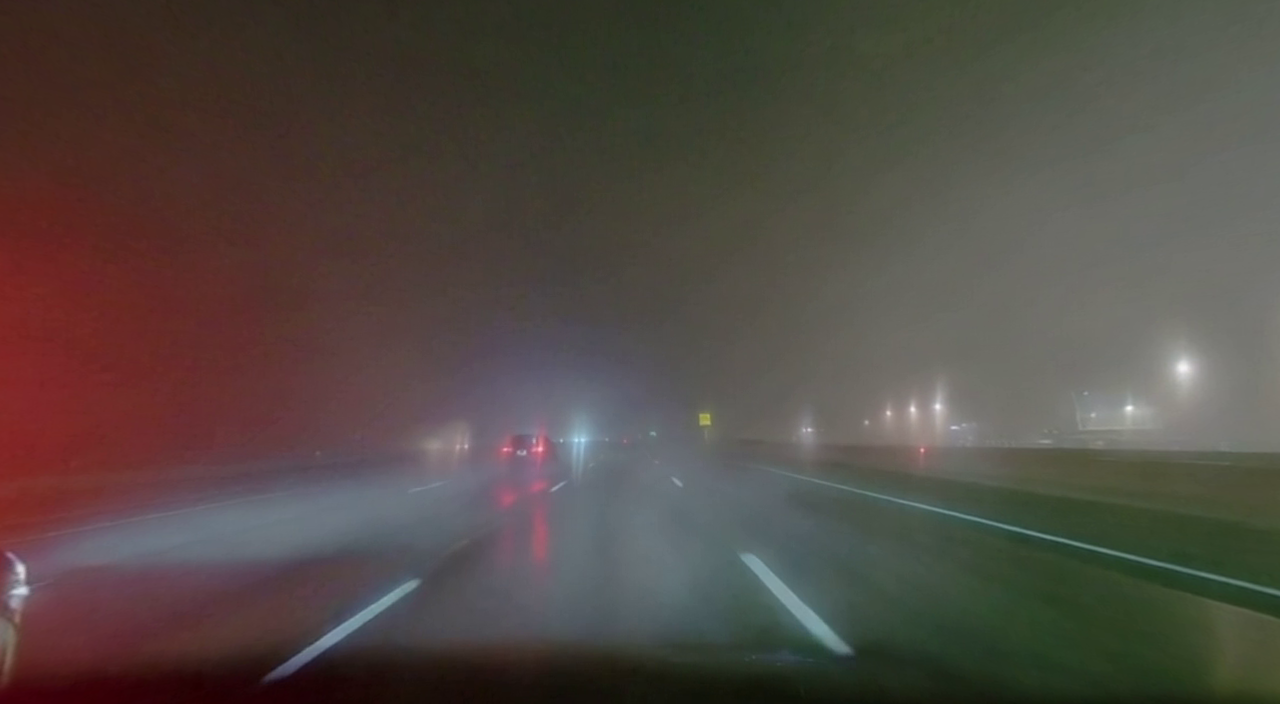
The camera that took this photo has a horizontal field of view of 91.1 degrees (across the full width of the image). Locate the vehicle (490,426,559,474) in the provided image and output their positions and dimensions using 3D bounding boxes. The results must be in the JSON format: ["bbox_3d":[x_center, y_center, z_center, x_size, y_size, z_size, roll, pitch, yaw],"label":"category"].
[{"bbox_3d":[-4.470,3.849,25.037,2.063,1.661,4.439,2,-8,-3],"label":"vehicle"}]
